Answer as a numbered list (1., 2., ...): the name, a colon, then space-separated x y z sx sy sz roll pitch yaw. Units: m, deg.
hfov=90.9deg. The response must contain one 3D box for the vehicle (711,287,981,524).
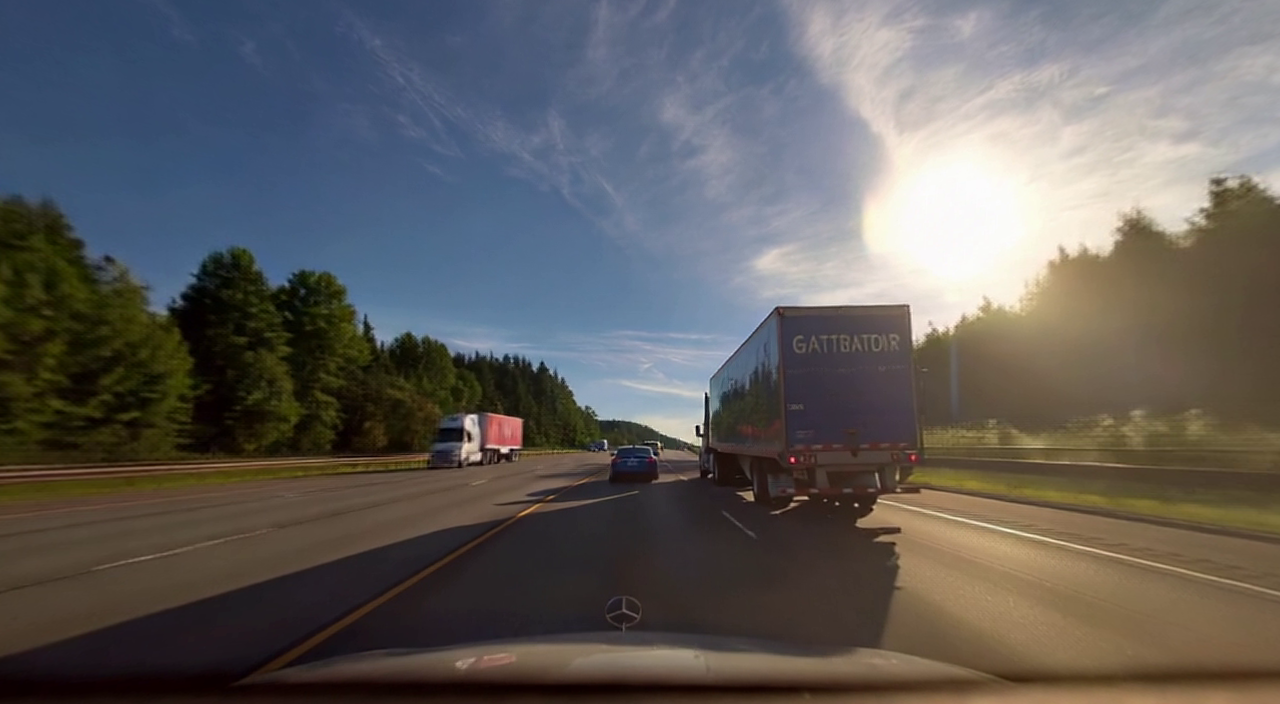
1. vehicle: 4.288 1.999 18.001 2.909 4.074 14.457 0 -9 0

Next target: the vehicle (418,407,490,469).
1. vehicle: -12.610 5.977 43.396 3.028 3.921 5.723 0 -9 1

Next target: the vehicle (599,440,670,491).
1. vehicle: -0.154 3.609 20.276 2.074 1.475 3.960 0 -9 0
